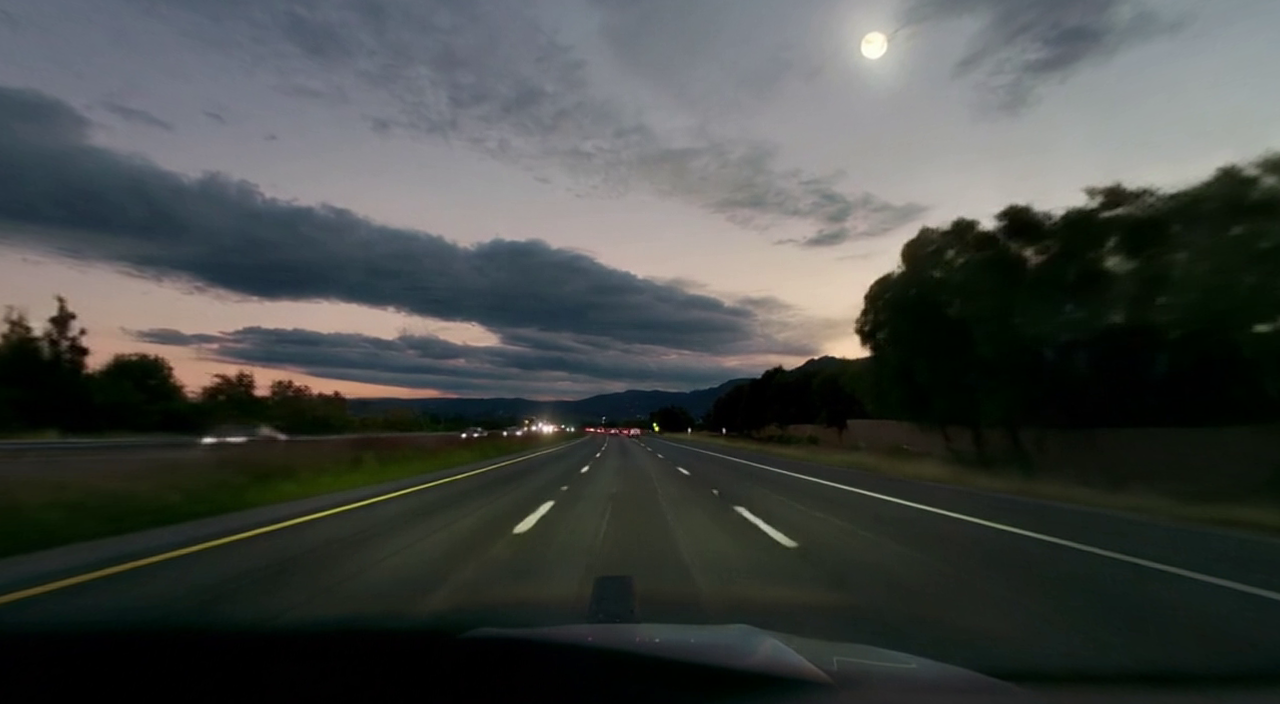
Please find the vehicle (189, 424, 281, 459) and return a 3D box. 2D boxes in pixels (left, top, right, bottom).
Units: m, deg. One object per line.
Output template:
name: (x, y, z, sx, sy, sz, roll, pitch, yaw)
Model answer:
vehicle: (-20.125, 4.441, 31.525, 1.931, 1.622, 4.044, 0, -8, -2)
